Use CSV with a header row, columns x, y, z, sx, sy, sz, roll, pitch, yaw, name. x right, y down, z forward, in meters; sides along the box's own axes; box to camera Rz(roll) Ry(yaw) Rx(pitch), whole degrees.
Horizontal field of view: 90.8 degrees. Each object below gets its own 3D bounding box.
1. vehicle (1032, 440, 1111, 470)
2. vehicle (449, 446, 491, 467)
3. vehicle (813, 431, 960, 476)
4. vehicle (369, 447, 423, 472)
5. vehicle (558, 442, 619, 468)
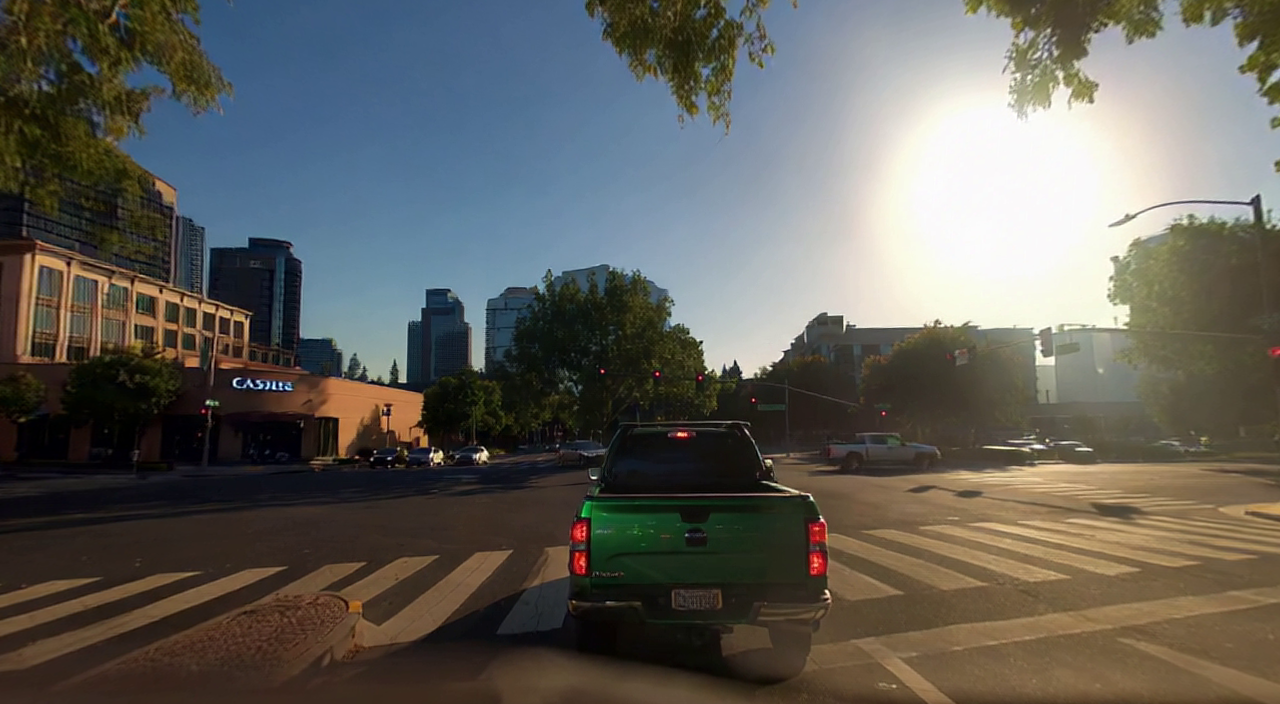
x,y,z,sx,sy,sz,roll,pitch,yaw,name
26.365,6.266,38.558,4.541,1.731,2.007,5,-10,-28,vehicle
-12.605,7.760,47.082,1.946,1.474,4.008,0,-9,0,vehicle
10.969,4.566,28.512,5.667,1.927,2.289,0,-9,3,vehicle
-16.245,7.144,42.254,1.883,1.586,4.297,0,-9,0,vehicle
-3.182,6.254,38.460,1.879,1.464,4.457,5,-10,-31,vehicle
